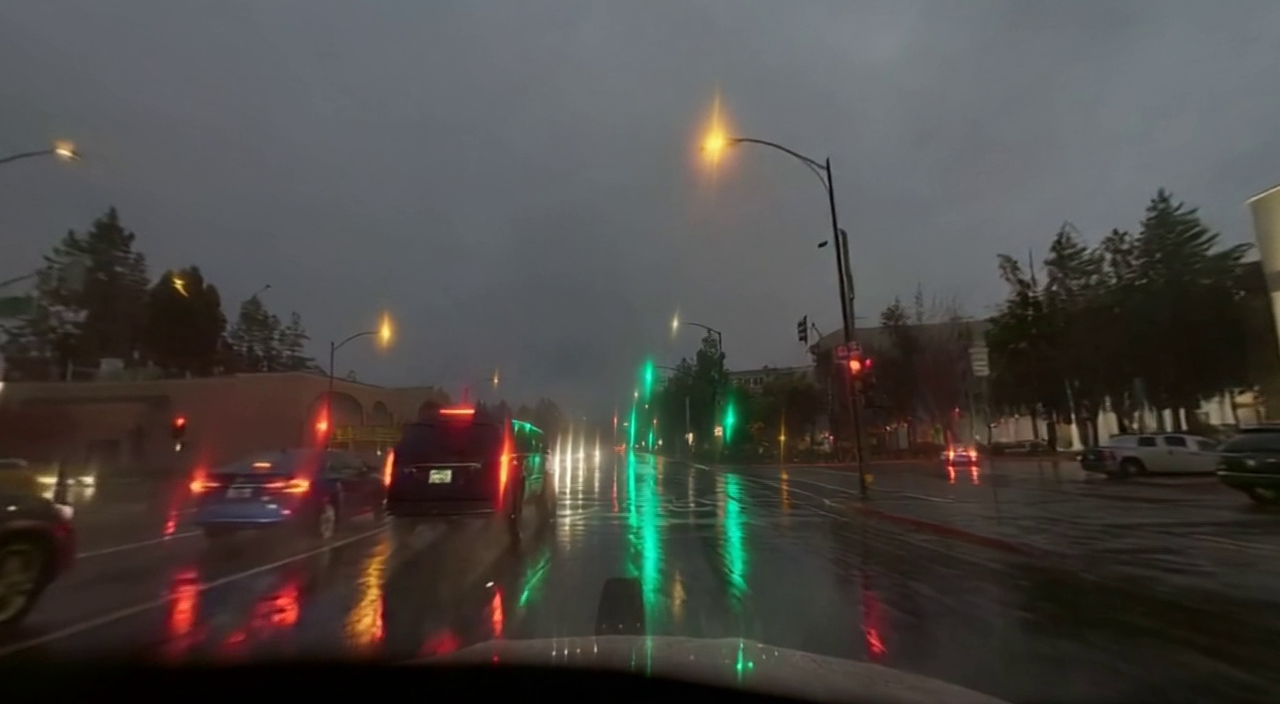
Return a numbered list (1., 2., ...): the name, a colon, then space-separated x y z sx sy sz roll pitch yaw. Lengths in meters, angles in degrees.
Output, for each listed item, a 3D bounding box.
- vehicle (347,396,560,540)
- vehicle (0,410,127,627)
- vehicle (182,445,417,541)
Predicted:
1. vehicle: -3.138 2.144 12.293 2.496 2.155 5.468 0 -8 0
2. vehicle: -6.028 1.110 3.682 2.228 1.652 4.593 0 -8 -1
3. vehicle: -6.029 2.494 11.980 1.982 1.452 4.463 0 -8 0
